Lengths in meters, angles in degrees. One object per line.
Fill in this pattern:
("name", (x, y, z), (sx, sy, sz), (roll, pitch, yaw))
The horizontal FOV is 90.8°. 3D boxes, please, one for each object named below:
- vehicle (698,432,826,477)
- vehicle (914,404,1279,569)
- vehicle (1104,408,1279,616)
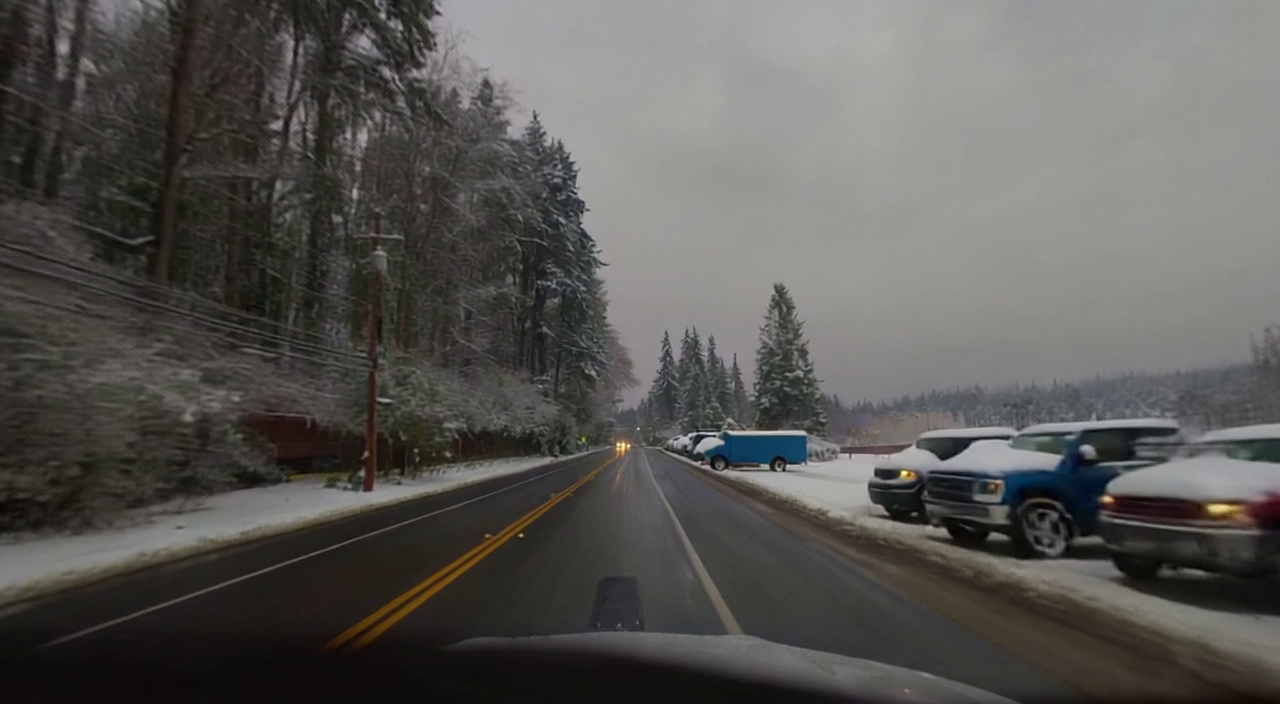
("vehicle", (5.935, 5.079, 31.442), (5.797, 2.070, 2.502), (0, -9, -1))
("vehicle", (6.716, 1.721, 8.600), (4.937, 1.879, 2.156), (0, -9, -5))
("vehicle", (7.215, 1.448, 6.109), (3.926, 1.708, 1.945), (0, -9, -4))
